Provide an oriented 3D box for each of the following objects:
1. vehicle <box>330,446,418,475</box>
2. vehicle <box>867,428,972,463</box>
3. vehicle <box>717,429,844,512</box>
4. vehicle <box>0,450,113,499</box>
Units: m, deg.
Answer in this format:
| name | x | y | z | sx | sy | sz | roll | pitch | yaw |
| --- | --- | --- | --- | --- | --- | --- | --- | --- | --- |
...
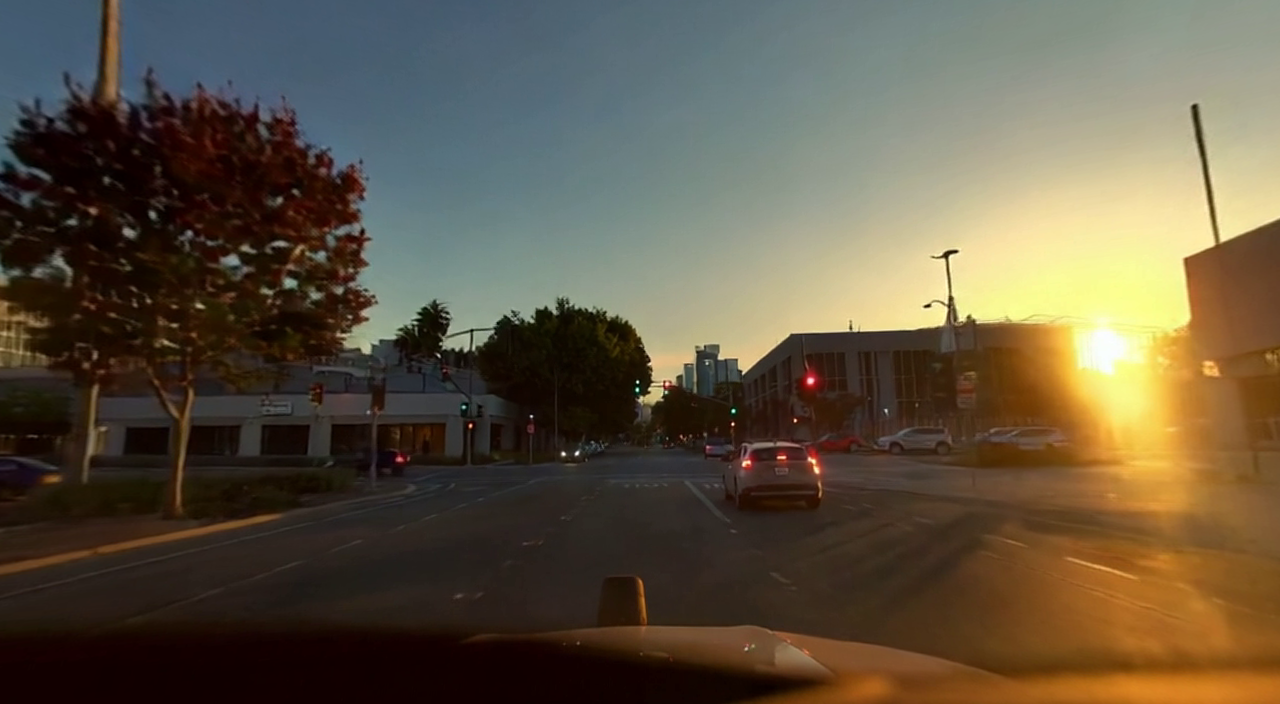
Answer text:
| name | x | y | z | sx | sy | sz | roll | pitch | yaw |
| --- | --- | --- | --- | --- | --- | --- | --- | --- | --- |
| vehicle | -14.975 | 6.085 | 35.572 | 4.037 | 1.562 | 2.099 | -3 | -9 | 16 |
| vehicle | 14.836 | 4.976 | 33.672 | 4.611 | 1.778 | 1.939 | 0 | -8 | 0 |
| vehicle | 2.954 | 2.580 | 14.130 | 1.947 | 1.576 | 3.825 | 0 | -8 | 0 |
| vehicle | -23.114 | 4.688 | 24.554 | 1.757 | 1.699 | 3.854 | 0 | -8 | 1 |
